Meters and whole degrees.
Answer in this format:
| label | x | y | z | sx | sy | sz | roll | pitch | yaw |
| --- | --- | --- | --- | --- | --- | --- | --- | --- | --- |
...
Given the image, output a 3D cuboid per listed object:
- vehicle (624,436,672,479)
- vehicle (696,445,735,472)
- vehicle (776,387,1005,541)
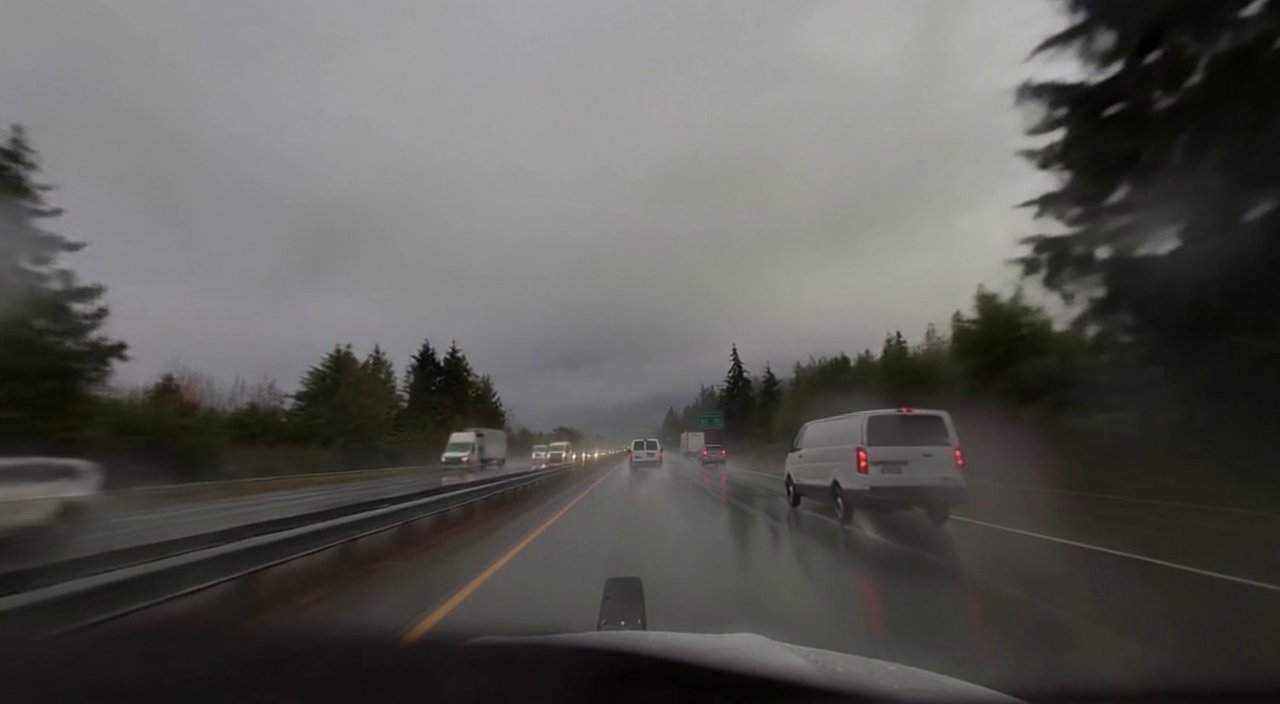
| label | x | y | z | sx | sy | sz | roll | pitch | yaw |
| --- | --- | --- | --- | --- | --- | --- | --- | --- | --- |
| vehicle | 0.379 | 5.092 | 30.616 | 2.143 | 1.925 | 4.101 | 0 | -9 | 0 |
| vehicle | 4.597 | 6.546 | 38.994 | 1.868 | 1.566 | 3.509 | 0 | -9 | -2 |
| vehicle | 4.265 | 2.032 | 11.866 | 2.232 | 2.290 | 4.720 | 0 | -9 | -1 |
